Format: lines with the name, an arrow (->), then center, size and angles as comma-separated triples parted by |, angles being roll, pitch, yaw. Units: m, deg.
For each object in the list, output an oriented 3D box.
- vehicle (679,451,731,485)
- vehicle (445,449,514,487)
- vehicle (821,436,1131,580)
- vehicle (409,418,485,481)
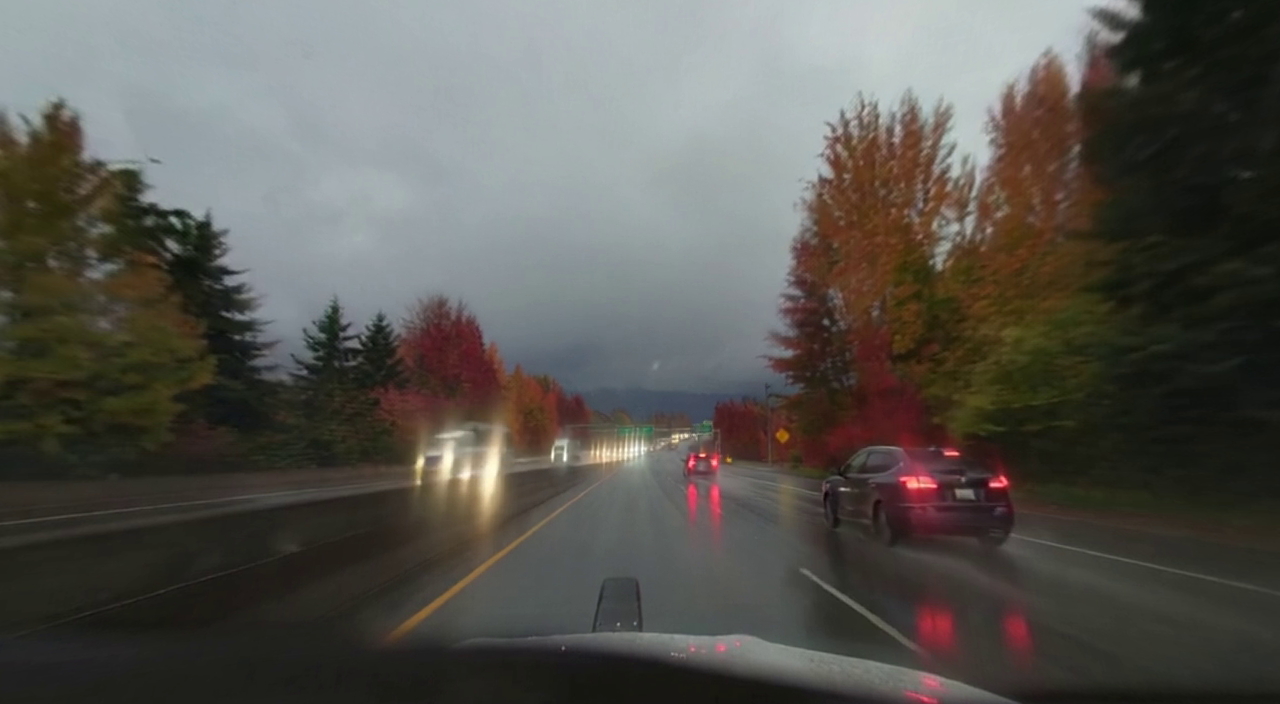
vehicle -> 3.133, 5.687, 31.122 | 2.070, 1.546, 4.648 | 0, -9, 0
vehicle -> -8.669, 6.305, 34.520 | 2.302, 1.921, 5.655 | 0, -9, 0
vehicle -> 4.358, 2.063, 9.113 | 2.119, 1.557, 4.163 | 0, -9, -1
vehicle -> -13.365, 6.821, 44.028 | 3.253, 4.062, 6.069 | 0, -9, 1
